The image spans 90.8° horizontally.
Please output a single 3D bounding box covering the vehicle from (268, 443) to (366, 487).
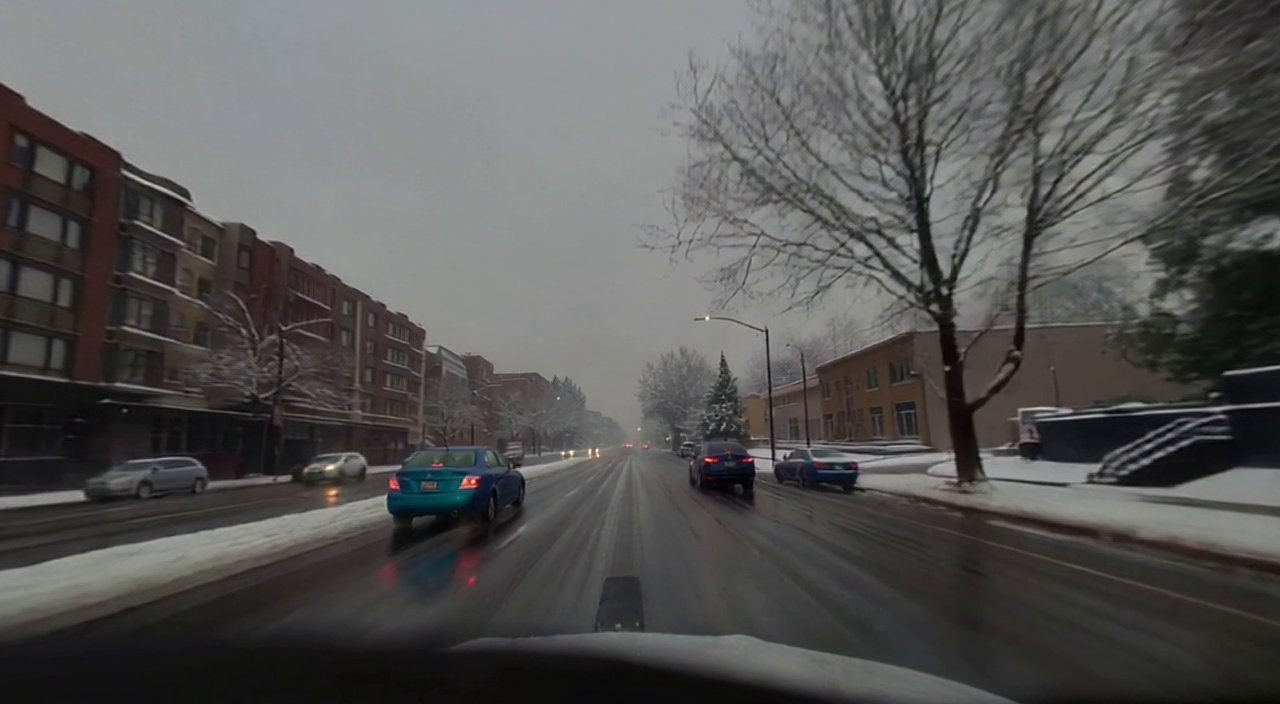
[{"bbox_3d":[-14.788,5.155,29.276,2.110,1.838,4.623,0,-9,0],"label":"vehicle"}]

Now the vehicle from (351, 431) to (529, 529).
[{"bbox_3d":[-3.537,2.337,12.093,2.062,1.527,4.044,0,-9,0],"label":"vehicle"}]

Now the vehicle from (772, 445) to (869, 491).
[{"bbox_3d":[6.250,4.059,22.504,1.881,1.439,4.725,0,-9,-3],"label":"vehicle"}]

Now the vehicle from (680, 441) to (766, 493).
[{"bbox_3d":[2.493,3.588,20.121,1.978,1.471,4.426,0,-9,-2],"label":"vehicle"}]

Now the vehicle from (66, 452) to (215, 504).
[{"bbox_3d":[-18.058,4.530,23.179,1.929,1.665,4.304,0,-9,0],"label":"vehicle"}]
